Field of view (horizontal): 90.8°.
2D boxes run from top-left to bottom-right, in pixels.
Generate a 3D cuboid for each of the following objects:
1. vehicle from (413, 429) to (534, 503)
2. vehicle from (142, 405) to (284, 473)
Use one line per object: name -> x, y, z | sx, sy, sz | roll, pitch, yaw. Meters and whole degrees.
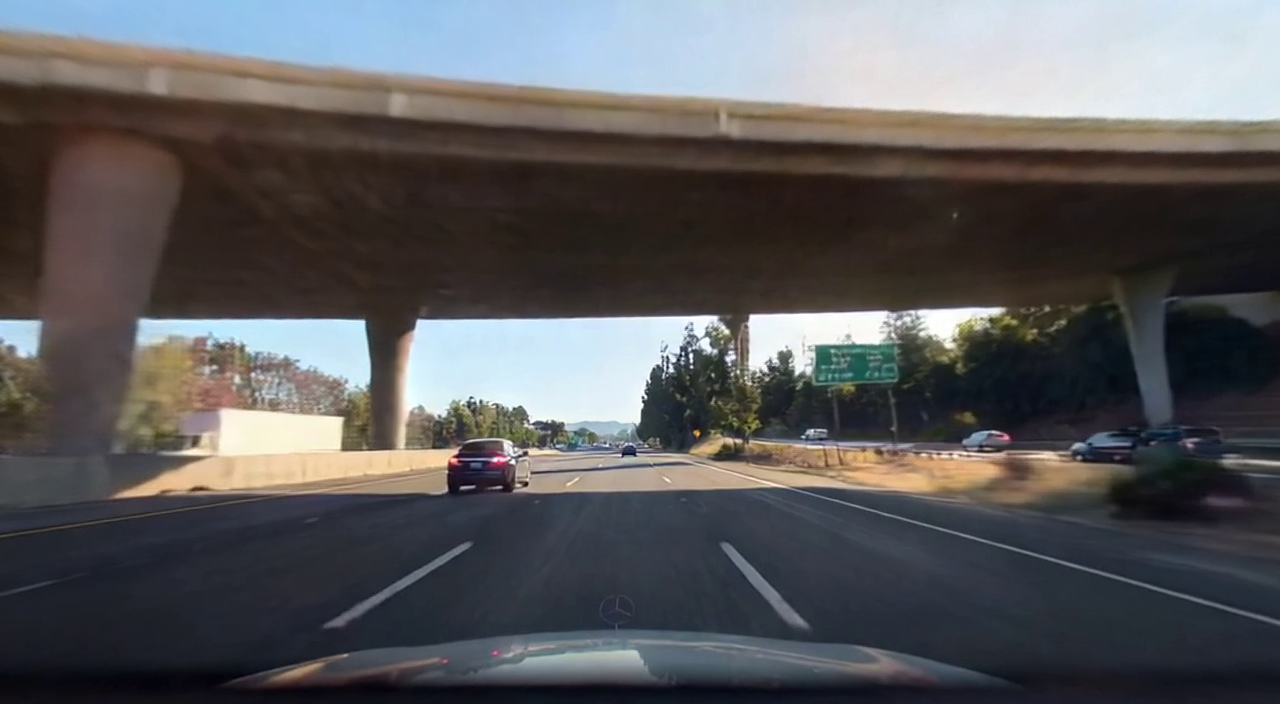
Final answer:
vehicle -> -4.330, 3.045, 17.333 | 2.102, 1.727, 4.704 | 0, -9, -1
vehicle -> -26.170, 5.454, 39.370 | 3.039, 3.755, 8.042 | 0, -9, 1
